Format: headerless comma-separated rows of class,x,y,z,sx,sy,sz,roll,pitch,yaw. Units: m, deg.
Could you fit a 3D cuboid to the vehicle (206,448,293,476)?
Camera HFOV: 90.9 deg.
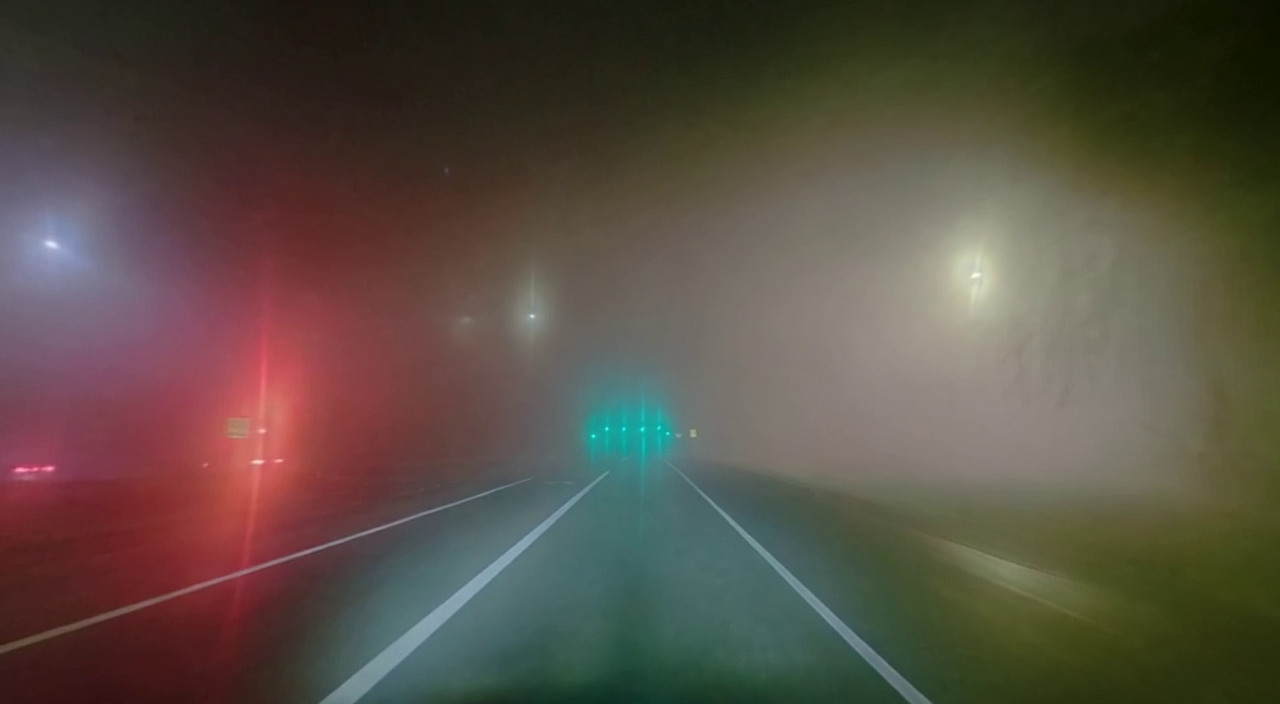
vehicle,-25.705,7.223,41.549,4.495,1.641,1.966,-2,-8,3

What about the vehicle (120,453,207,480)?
vehicle,-31.566,7.572,41.819,4.260,1.498,1.850,-3,-8,-1
